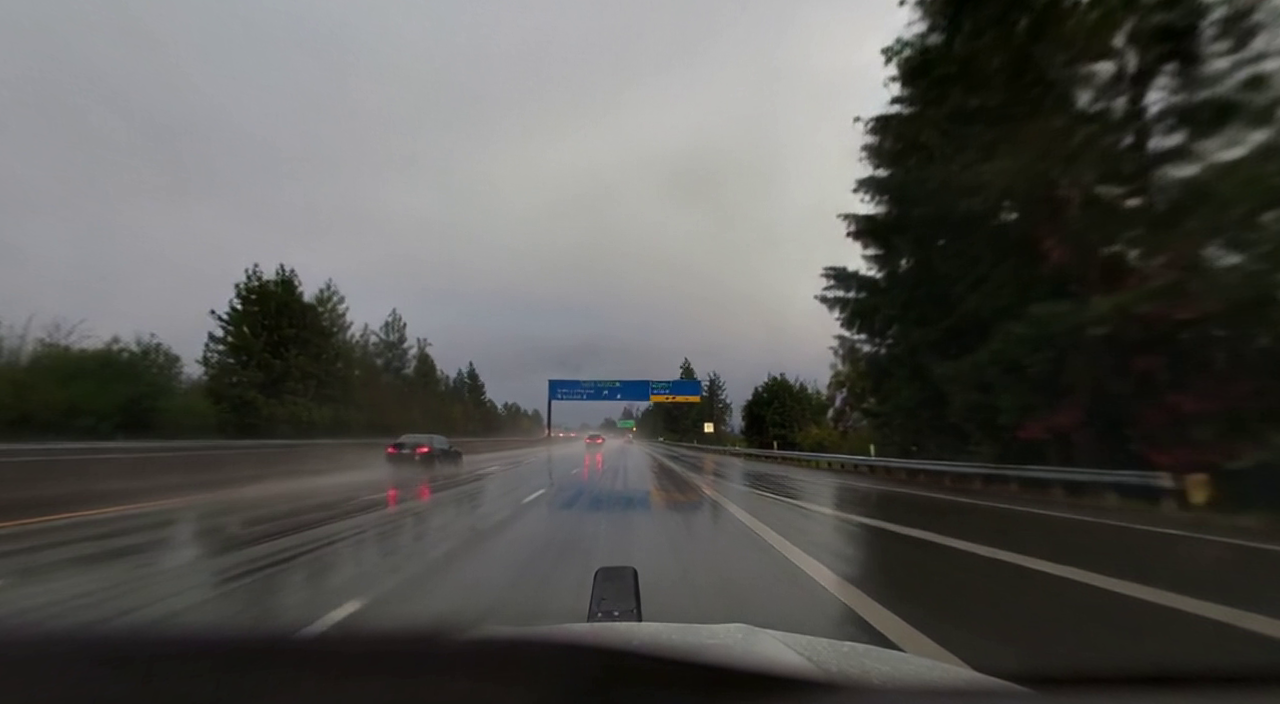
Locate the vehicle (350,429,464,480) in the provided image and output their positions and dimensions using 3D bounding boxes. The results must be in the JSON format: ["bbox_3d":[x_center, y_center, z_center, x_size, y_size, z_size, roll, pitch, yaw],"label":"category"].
[{"bbox_3d":[-8.094,3.594,22.547,2.092,1.574,5.251,0,-8,0],"label":"vehicle"}]
